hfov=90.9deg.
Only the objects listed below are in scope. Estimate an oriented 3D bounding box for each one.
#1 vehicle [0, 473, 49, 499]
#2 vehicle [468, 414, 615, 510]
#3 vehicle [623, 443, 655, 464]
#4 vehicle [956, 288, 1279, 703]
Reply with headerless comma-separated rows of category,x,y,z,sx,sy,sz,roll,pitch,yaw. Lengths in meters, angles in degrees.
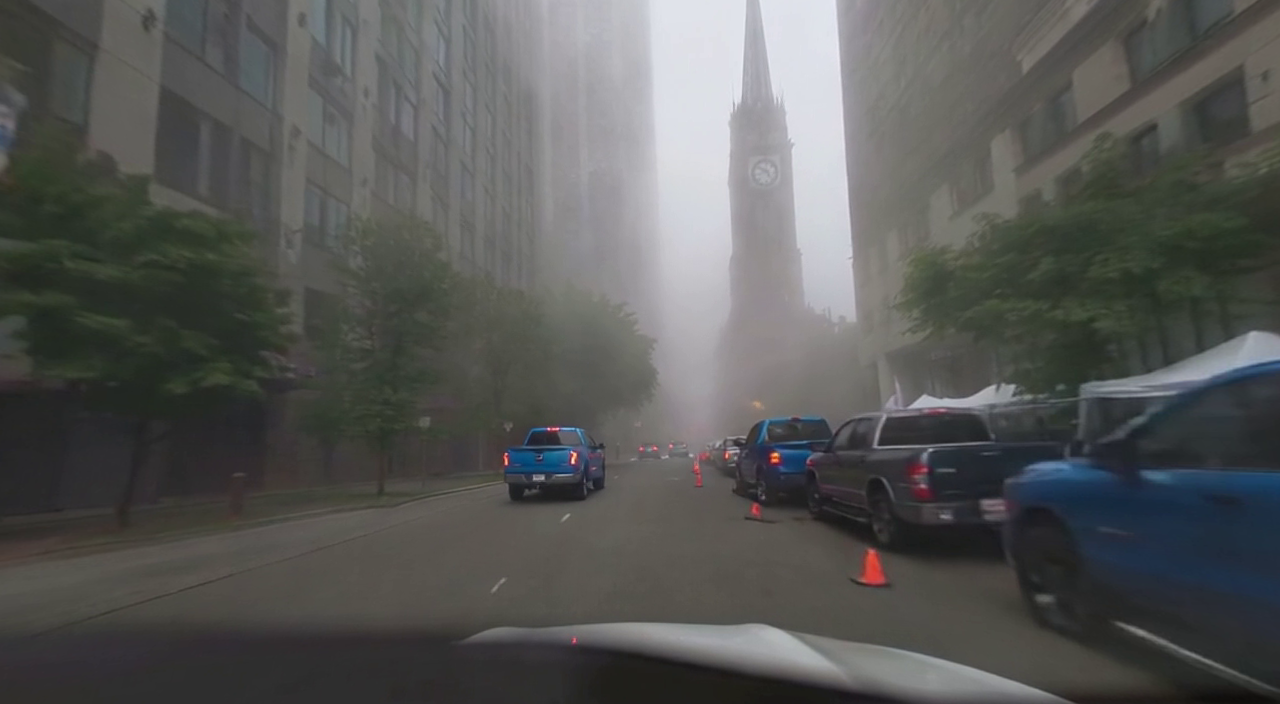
vehicle,-48.301,10.252,48.123,1.974,1.675,4.652,0,-8,-3
vehicle,-2.152,2.678,15.873,2.452,1.954,5.653,-1,-8,4
vehicle,-0.001,7.405,46.233,1.895,1.489,4.328,-1,-8,6
vehicle,3.489,0.704,2.417,2.073,1.887,4.825,0,-8,1
